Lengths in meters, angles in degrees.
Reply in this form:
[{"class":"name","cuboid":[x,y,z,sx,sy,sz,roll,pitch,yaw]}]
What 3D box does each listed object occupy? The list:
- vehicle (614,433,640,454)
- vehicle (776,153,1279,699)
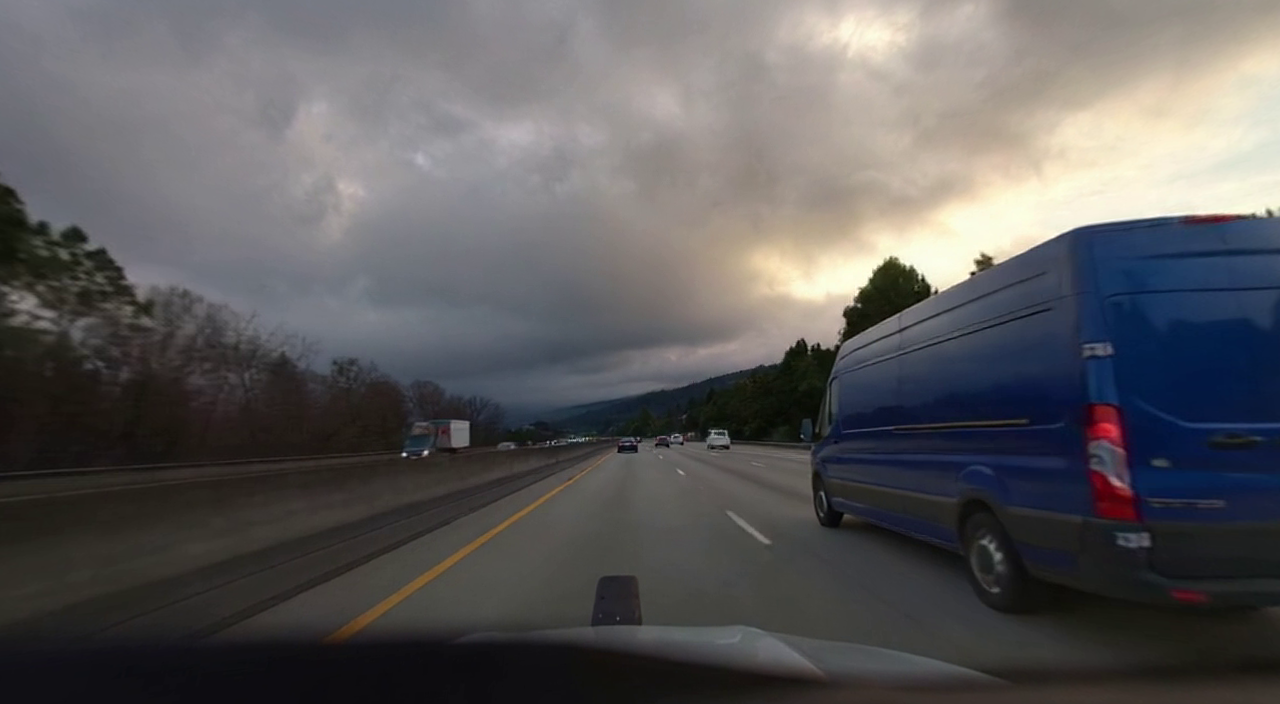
[{"class":"vehicle","cuboid":[-0.992,6.986,48.297,1.900,1.524,4.324,0,-8,-1]},{"class":"vehicle","cuboid":[3.543,0.763,6.623,2.416,2.595,7.243,0,-8,-1]}]
